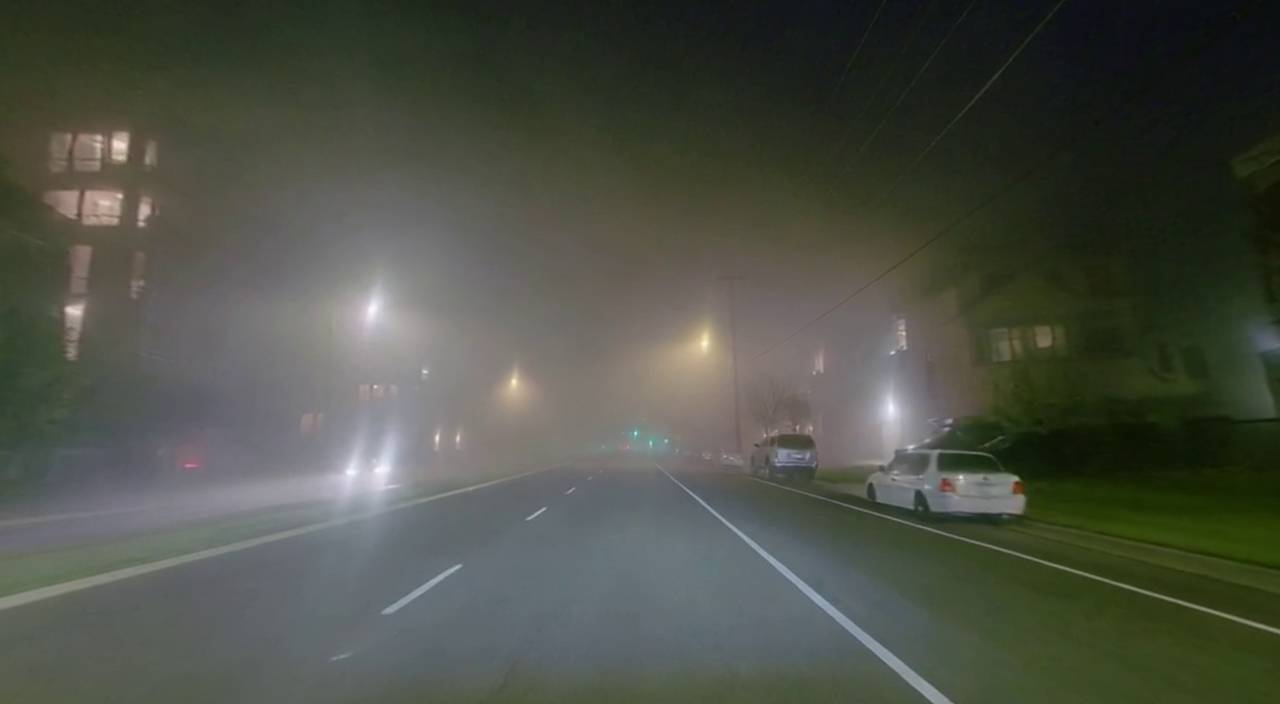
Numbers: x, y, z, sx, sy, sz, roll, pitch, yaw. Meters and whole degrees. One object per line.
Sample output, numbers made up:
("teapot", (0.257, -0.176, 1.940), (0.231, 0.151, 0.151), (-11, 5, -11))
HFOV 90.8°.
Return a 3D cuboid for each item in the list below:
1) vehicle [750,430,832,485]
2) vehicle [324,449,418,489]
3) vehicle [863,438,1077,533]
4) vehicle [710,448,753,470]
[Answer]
("vehicle", (6.286, 4.498, 27.243), (2.267, 2.037, 6.240), (-1, -9, 3))
("vehicle", (-10.666, 4.642, 25.459), (1.847, 1.460, 4.294), (-1, -9, 1))
("vehicle", (6.149, 2.513, 12.499), (1.914, 1.517, 4.320), (0, -9, 0))
("vehicle", (6.059, 7.147, 42.402), (2.013, 1.408, 5.011), (0, -9, -1))
